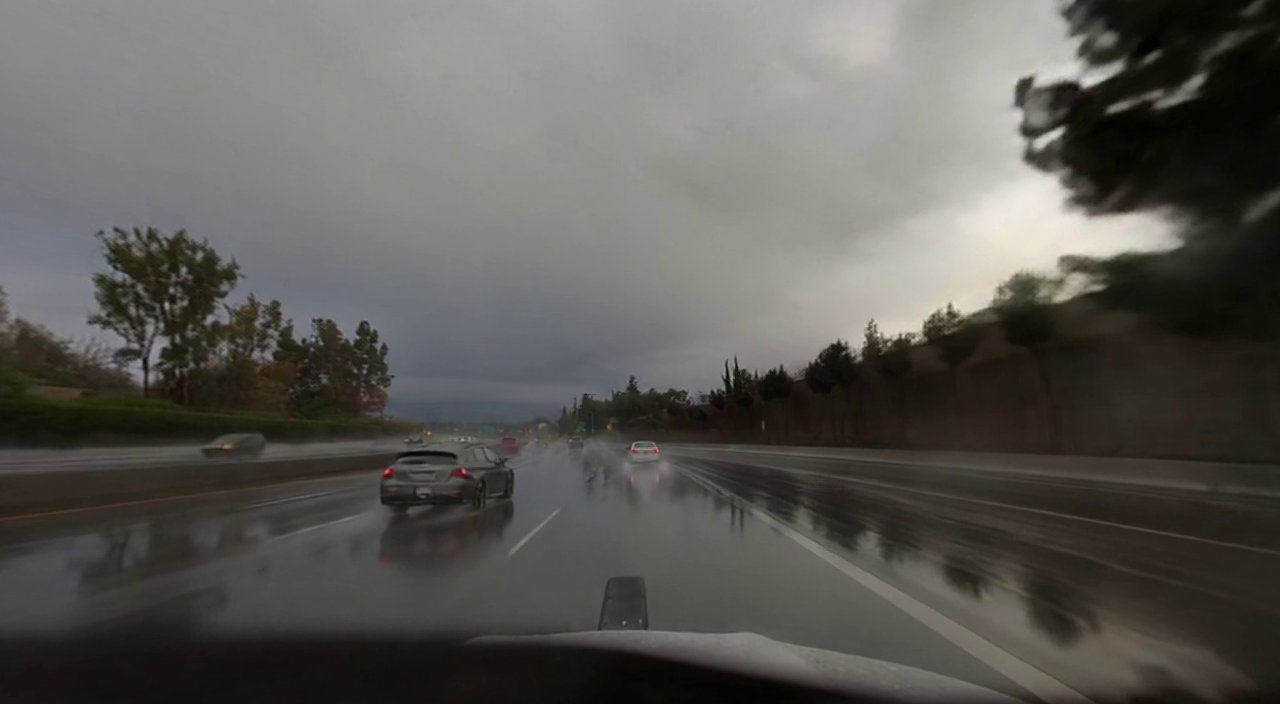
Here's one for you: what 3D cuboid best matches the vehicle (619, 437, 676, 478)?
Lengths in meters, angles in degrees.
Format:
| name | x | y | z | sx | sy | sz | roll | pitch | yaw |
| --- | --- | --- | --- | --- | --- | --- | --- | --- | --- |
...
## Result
| name | x | y | z | sx | sy | sz | roll | pitch | yaw |
| --- | --- | --- | --- | --- | --- | --- | --- | --- | --- |
| vehicle | 0.211 | 4.078 | 24.633 | 2.051 | 1.444 | 3.927 | 0 | -9 | -2 |

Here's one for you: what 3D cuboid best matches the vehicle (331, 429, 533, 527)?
| name | x | y | z | sx | sy | sz | roll | pitch | yaw |
| --- | --- | --- | --- | --- | --- | --- | --- | --- | --- |
| vehicle | -3.667 | 2.341 | 12.352 | 2.246 | 1.519 | 4.980 | 0 | -9 | 0 |
